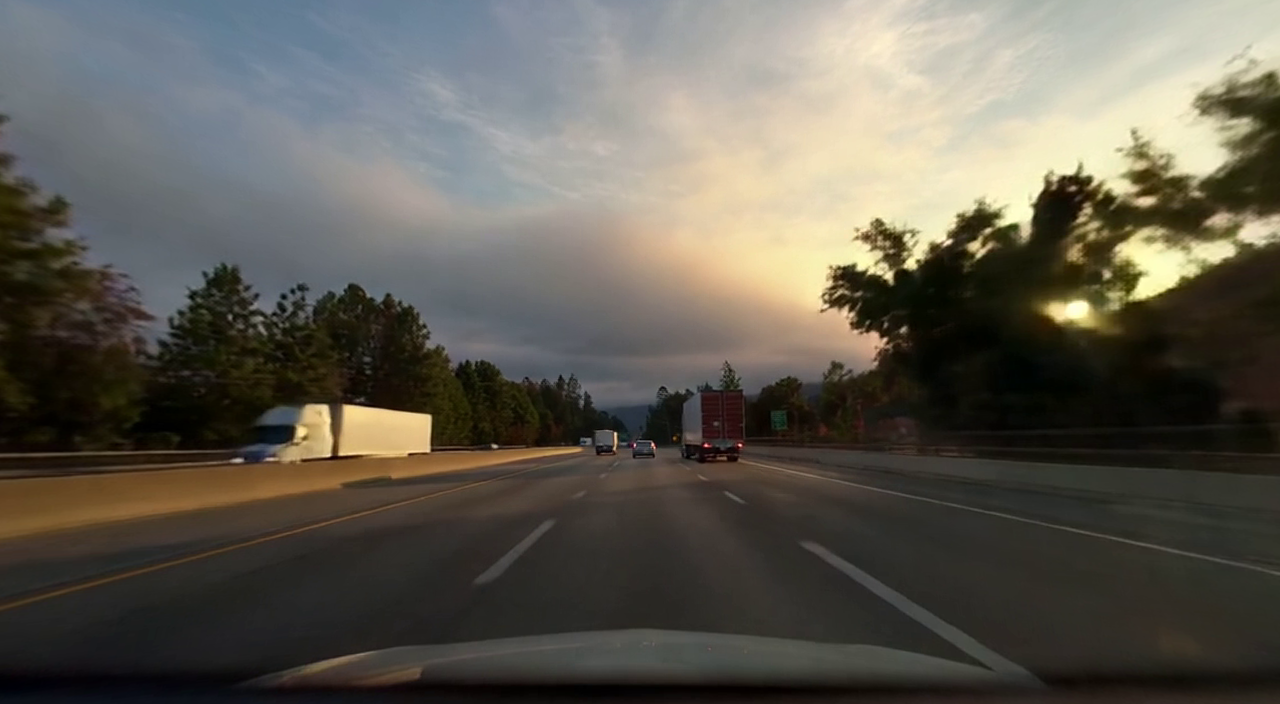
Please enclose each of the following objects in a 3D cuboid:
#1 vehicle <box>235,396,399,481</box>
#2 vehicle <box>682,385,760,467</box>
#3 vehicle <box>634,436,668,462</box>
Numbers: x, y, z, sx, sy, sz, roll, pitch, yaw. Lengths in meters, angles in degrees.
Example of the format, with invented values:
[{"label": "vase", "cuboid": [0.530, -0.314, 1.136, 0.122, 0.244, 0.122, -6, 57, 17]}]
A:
[{"label": "vehicle", "cuboid": [-18.366, 5.142, 37.347, 3.111, 4.175, 12.311, 0, -8, 0]}, {"label": "vehicle", "cuboid": [4.622, 4.763, 39.341, 3.005, 4.131, 14.221, 1, -8, 0]}, {"label": "vehicle", "cuboid": [0.718, 6.332, 41.112, 2.139, 1.607, 4.034, 0, -8, 1]}]
